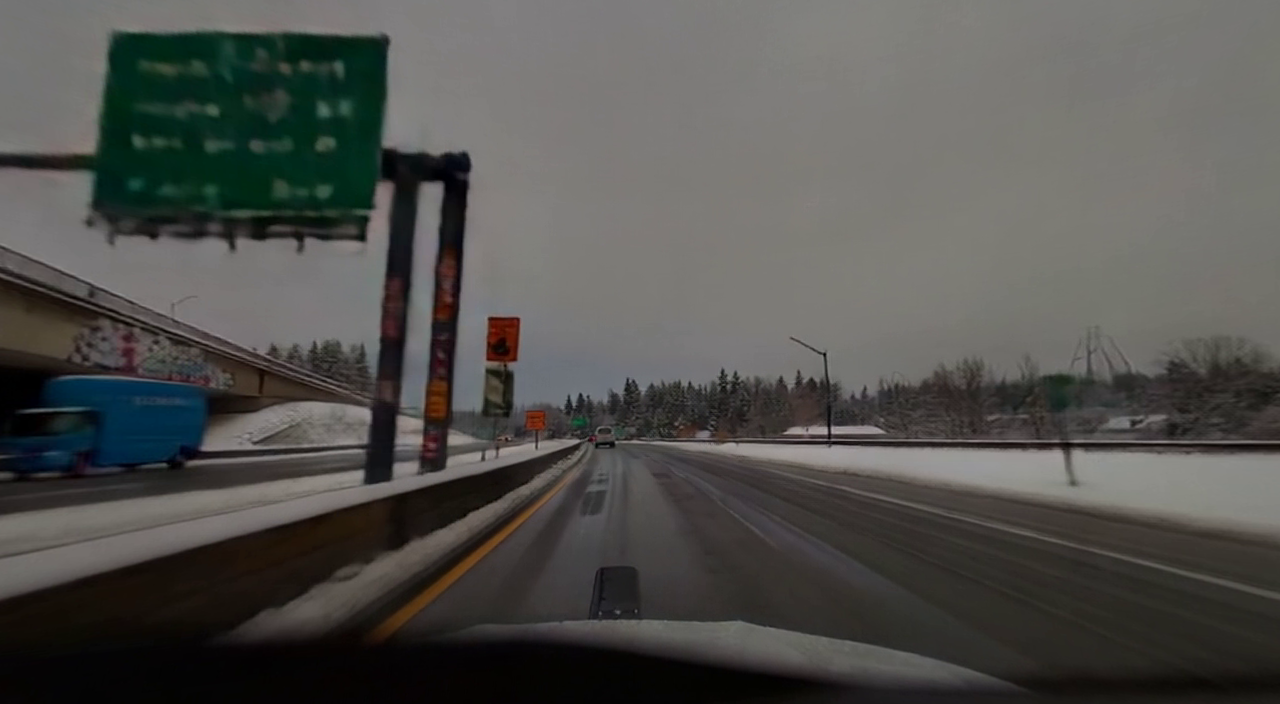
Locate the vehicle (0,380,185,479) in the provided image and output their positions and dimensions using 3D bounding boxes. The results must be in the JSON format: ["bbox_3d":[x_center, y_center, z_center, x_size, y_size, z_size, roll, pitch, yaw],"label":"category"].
[{"bbox_3d":[-18.590,2.604,21.036,2.354,2.823,5.911,0,-8,-1],"label":"vehicle"}]
